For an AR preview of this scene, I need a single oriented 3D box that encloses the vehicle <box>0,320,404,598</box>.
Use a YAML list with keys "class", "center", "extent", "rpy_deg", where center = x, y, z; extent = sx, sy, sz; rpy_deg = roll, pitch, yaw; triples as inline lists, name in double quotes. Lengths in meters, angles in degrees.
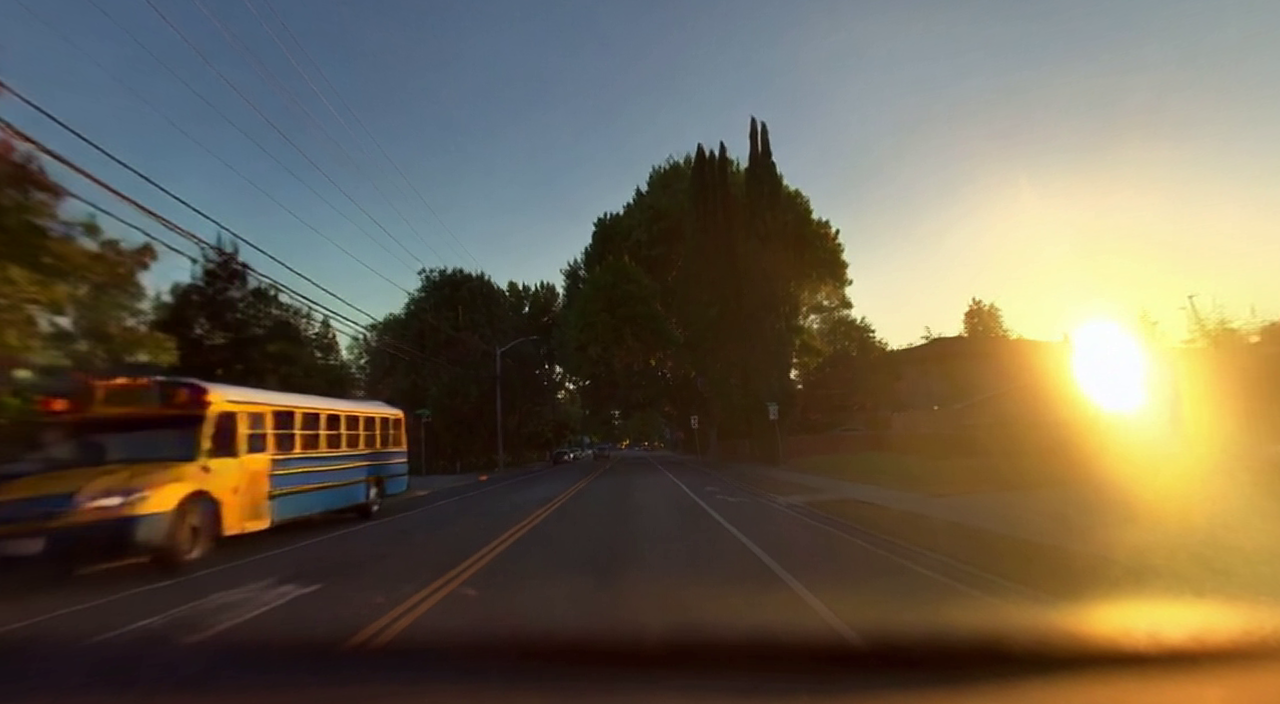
- class: "vehicle"
  center: [-6.692, 1.620, 10.165]
  extent: [2.835, 2.876, 7.091]
  rpy_deg: [-1, -9, 2]
